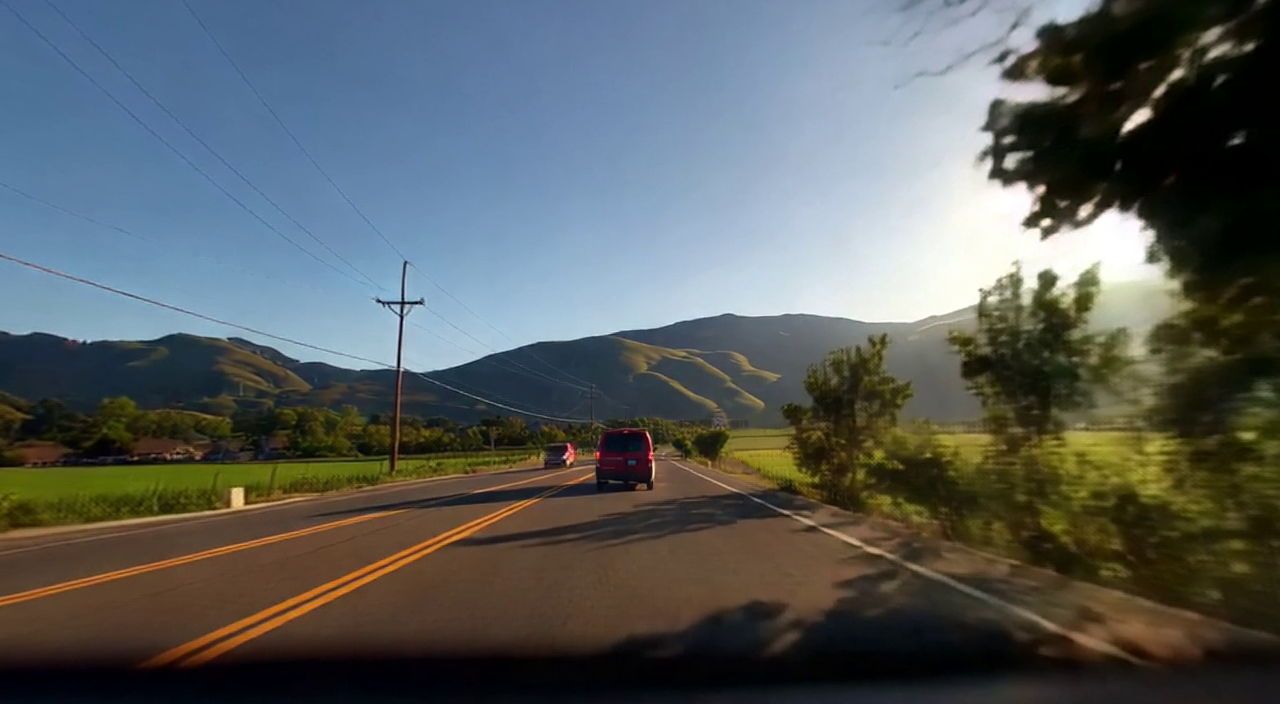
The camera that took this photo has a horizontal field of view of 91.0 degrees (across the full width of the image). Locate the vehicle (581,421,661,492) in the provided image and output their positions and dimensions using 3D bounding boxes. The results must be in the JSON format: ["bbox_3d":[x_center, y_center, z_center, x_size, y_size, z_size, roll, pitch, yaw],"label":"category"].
[{"bbox_3d":[-0.583,3.530,21.662,2.454,2.144,4.535,0,-8,0],"label":"vehicle"}]

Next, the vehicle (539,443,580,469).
[{"bbox_3d":[-5.881,7.648,46.465,2.120,1.804,4.392,0,-8,4],"label":"vehicle"}]
